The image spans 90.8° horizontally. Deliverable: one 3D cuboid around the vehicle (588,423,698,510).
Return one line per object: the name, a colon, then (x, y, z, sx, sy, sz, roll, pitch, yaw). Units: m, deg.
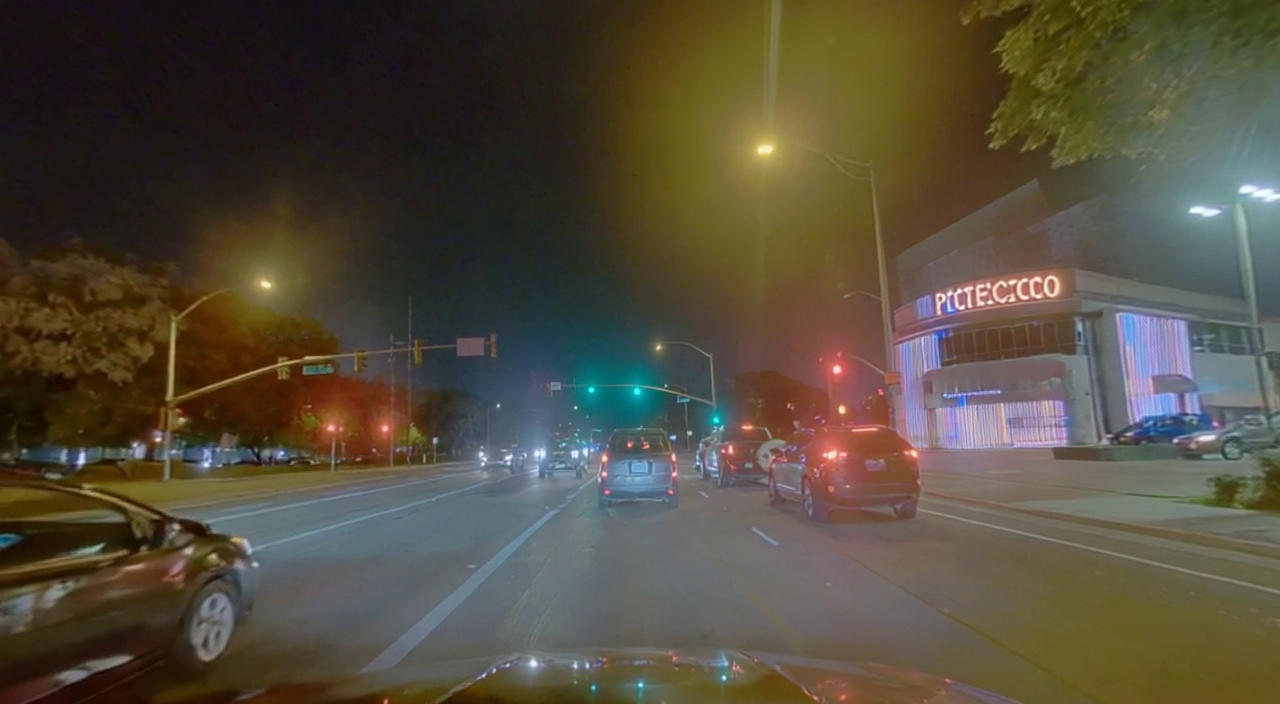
vehicle: (-0.025, 2.537, 14.404, 2.146, 1.685, 4.003, 0, -9, -2)

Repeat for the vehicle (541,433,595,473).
vehicle: (-3.406, 4.889, 30.808, 2.106, 1.778, 4.444, 0, -9, 0)

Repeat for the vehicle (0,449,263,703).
vehicle: (-3.527, 1.005, 2.128, 1.980, 1.321, 4.113, 0, -9, 0)

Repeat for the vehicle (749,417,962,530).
vehicle: (3.614, 2.150, 11.728, 2.198, 1.660, 4.512, 0, -9, -2)

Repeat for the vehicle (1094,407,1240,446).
vehicle: (24.032, 3.442, 28.948, 4.854, 1.712, 2.017, 0, -9, -1)

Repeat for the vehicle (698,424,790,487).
vehicle: (3.257, 3.382, 20.889, 2.144, 1.802, 4.609, 0, -9, -1)

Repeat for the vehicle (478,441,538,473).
vehicle: (-6.473, 5.210, 31.507, 1.954, 1.473, 4.350, 0, -9, 1)
